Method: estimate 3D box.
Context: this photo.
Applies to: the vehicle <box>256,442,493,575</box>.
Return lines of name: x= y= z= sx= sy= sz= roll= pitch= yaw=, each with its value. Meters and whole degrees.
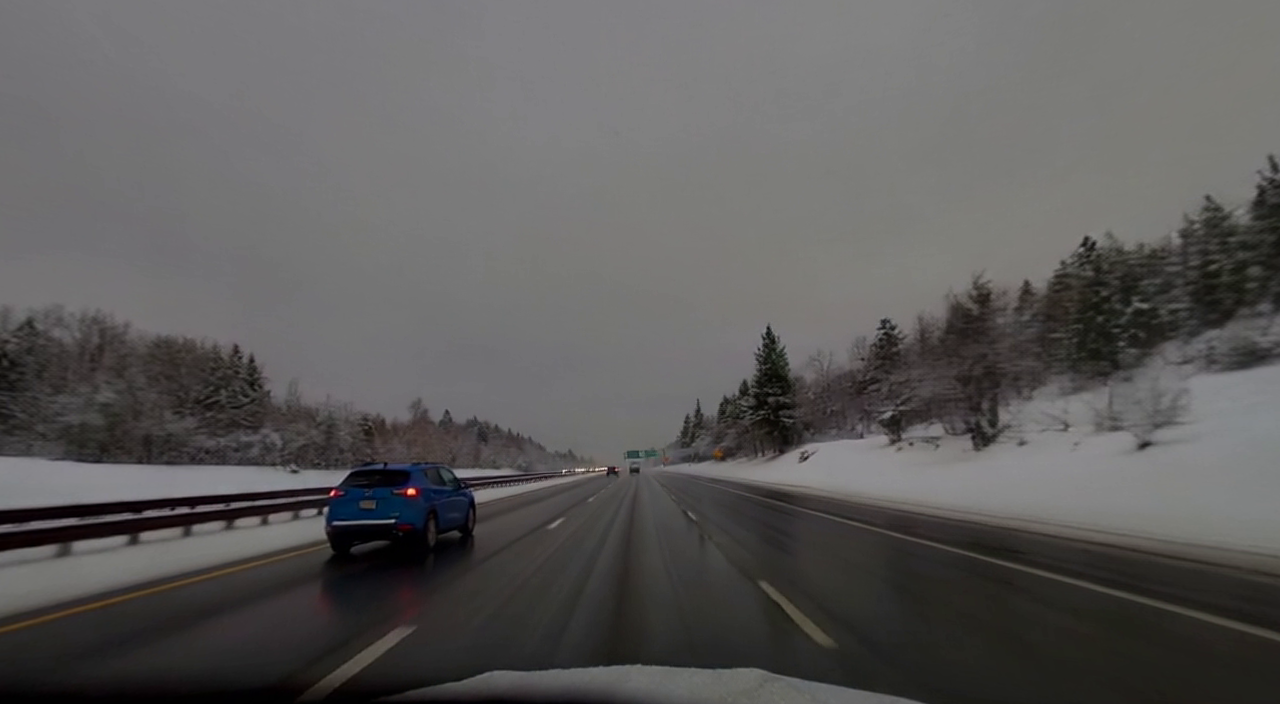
vehicle: x=-3.653 y=2.245 z=9.619 sx=1.797 sy=1.532 sz=4.072 roll=1 pitch=-10 yaw=0
